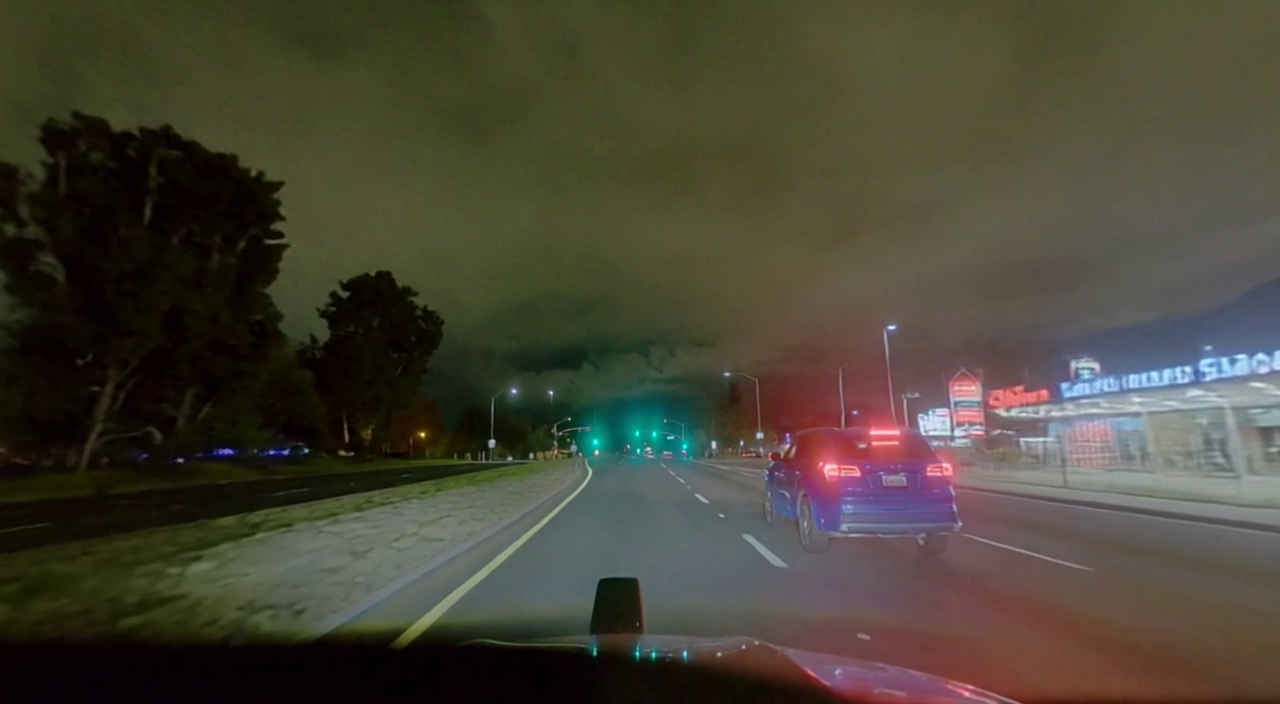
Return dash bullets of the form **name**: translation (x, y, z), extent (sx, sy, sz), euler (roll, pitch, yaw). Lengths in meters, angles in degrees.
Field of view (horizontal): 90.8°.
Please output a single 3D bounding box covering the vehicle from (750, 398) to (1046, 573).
- **vehicle**: translation (3.068, 1.713, 8.880), extent (2.130, 1.790, 4.615), euler (0, -8, -1)
